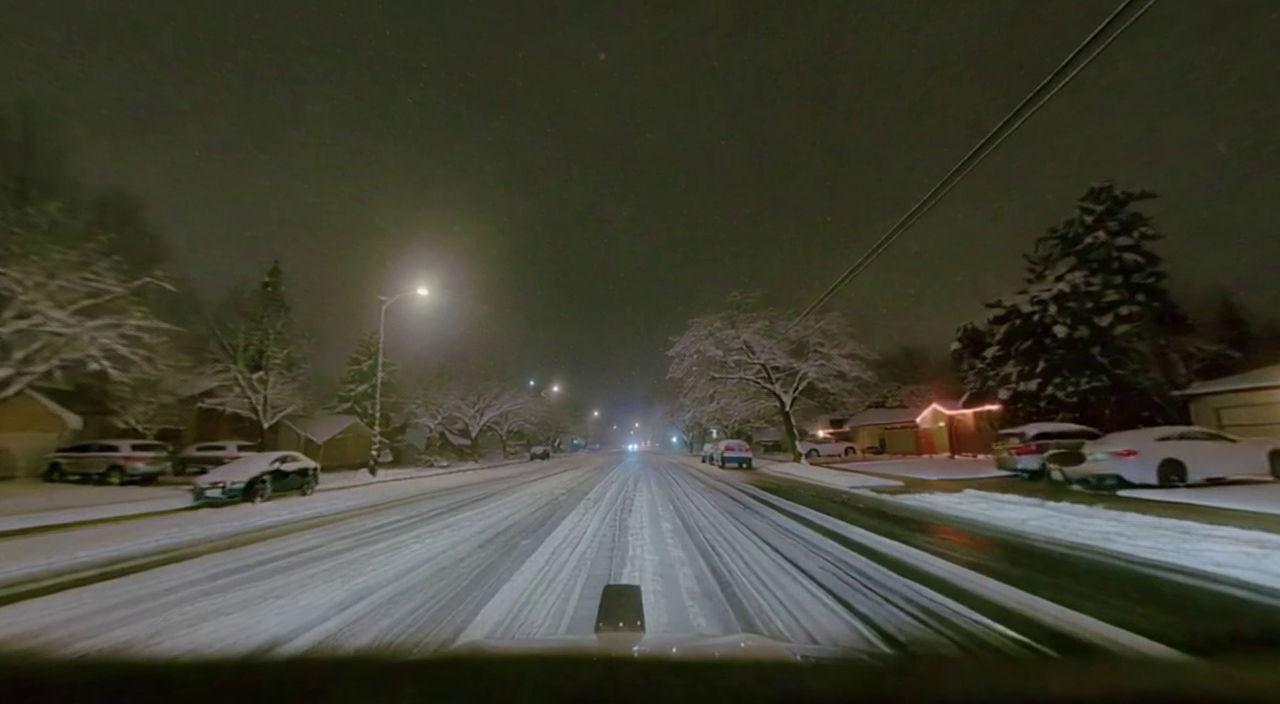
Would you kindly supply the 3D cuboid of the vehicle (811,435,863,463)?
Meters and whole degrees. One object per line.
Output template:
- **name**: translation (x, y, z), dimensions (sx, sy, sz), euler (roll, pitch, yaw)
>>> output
- **vehicle**: translation (13.314, 6.631, 43.002), dimensions (1.978, 1.738, 4.734), euler (-2, -9, -1)

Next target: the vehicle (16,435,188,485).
- **vehicle**: translation (-21.279, 4.287, 25.156), dimensions (4.830, 1.857, 2.183), euler (-1, -9, 2)

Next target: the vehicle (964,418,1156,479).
- **vehicle**: translation (13.990, 3.279, 21.326), dimensions (4.763, 1.816, 2.227), euler (-2, -9, 2)

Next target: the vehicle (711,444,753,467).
- **vehicle**: translation (6.457, 7.350, 44.899), dimensions (2.042, 1.511, 5.029), euler (0, -8, -2)

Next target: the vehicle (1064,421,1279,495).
- **vehicle**: translation (14.038, 2.669, 16.155), dimensions (4.775, 1.524, 1.983), euler (-4, -9, 3)

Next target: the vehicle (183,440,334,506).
- **vehicle**: translation (-11.438, 3.666, 19.384), dimensions (2.020, 1.691, 4.308), euler (-1, -10, -2)
